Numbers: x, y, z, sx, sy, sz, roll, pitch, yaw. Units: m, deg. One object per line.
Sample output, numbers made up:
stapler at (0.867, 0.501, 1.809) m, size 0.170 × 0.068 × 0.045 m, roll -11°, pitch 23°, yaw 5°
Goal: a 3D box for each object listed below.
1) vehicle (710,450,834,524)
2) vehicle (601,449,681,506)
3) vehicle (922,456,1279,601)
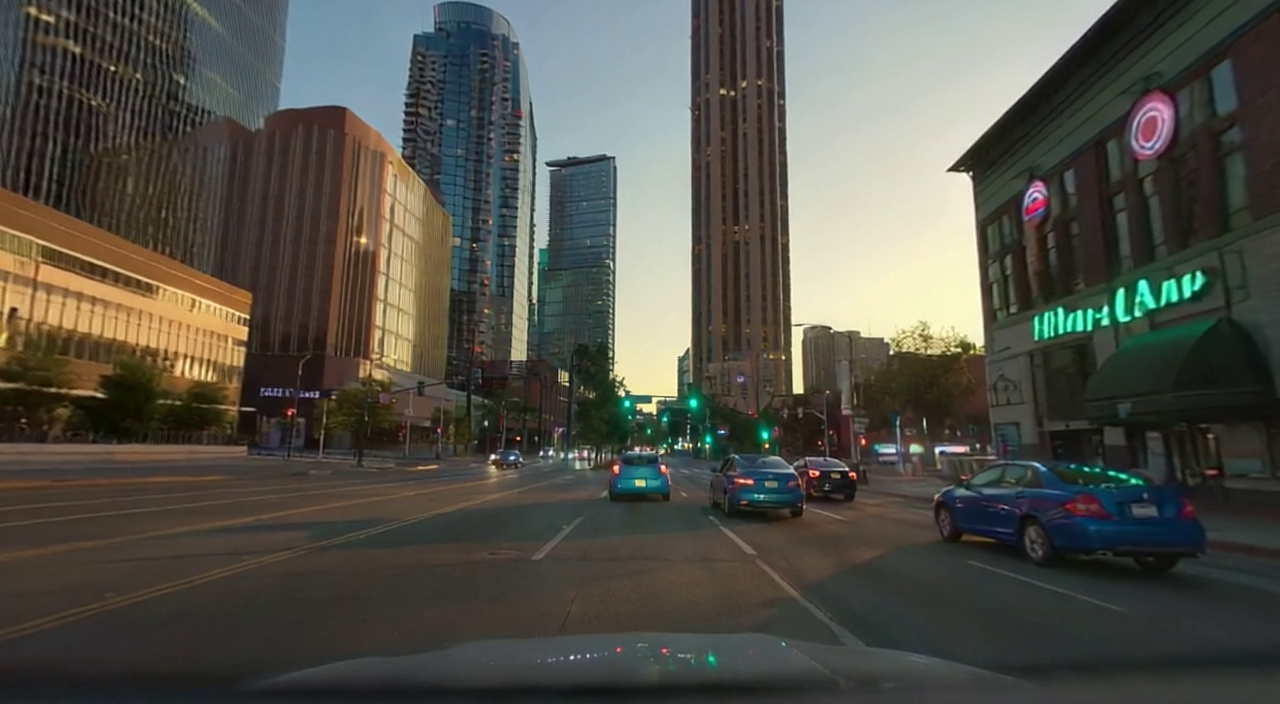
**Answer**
vehicle at (2.987, 3.156, 15.335) m, size 1.987 × 1.484 × 4.427 m, roll 1°, pitch -9°, yaw -1°
vehicle at (0.019, 3.644, 18.758) m, size 2.096 × 1.457 × 4.160 m, roll 1°, pitch -9°, yaw 0°
vehicle at (6.145, 2.288, 9.167) m, size 1.914 × 1.484 × 4.639 m, roll 1°, pitch -9°, yaw -1°
